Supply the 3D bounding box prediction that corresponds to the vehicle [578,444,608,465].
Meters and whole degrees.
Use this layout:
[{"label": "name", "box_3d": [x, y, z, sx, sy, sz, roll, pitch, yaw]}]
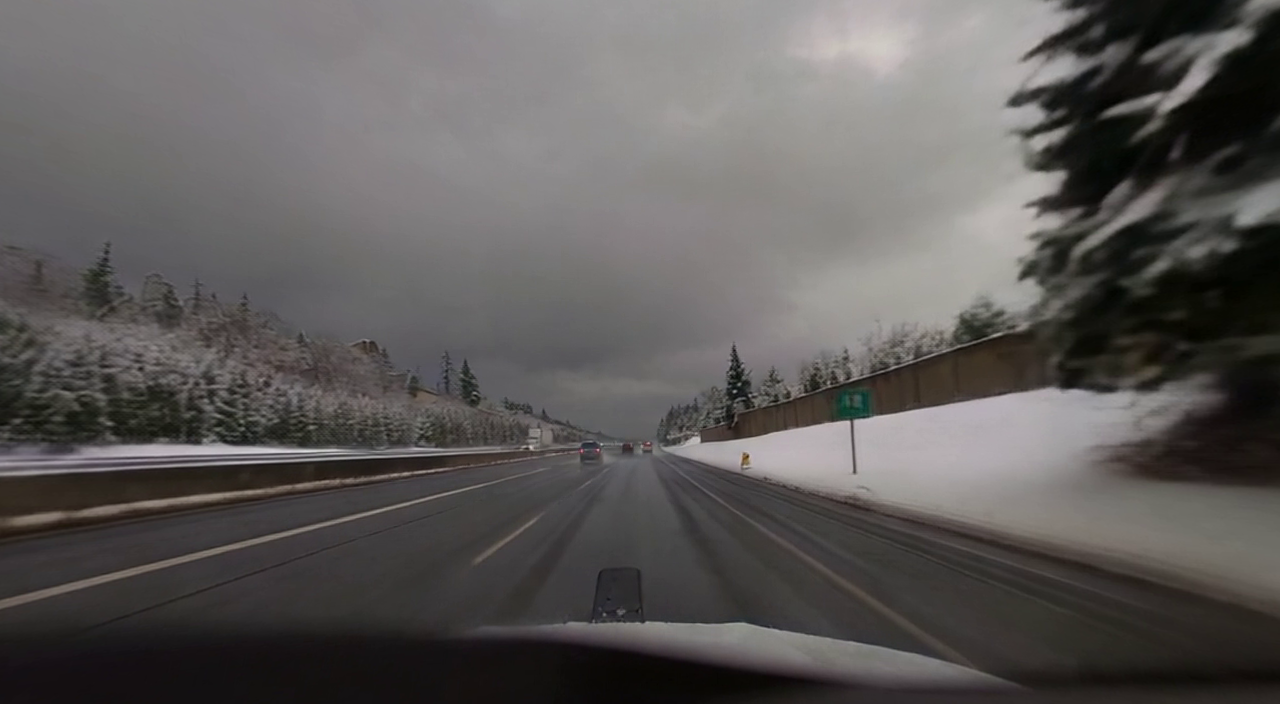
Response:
[{"label": "vehicle", "box_3d": [-3.504, 7.710, 47.498, 1.921, 1.536, 3.920, 0, -9, 0]}]
